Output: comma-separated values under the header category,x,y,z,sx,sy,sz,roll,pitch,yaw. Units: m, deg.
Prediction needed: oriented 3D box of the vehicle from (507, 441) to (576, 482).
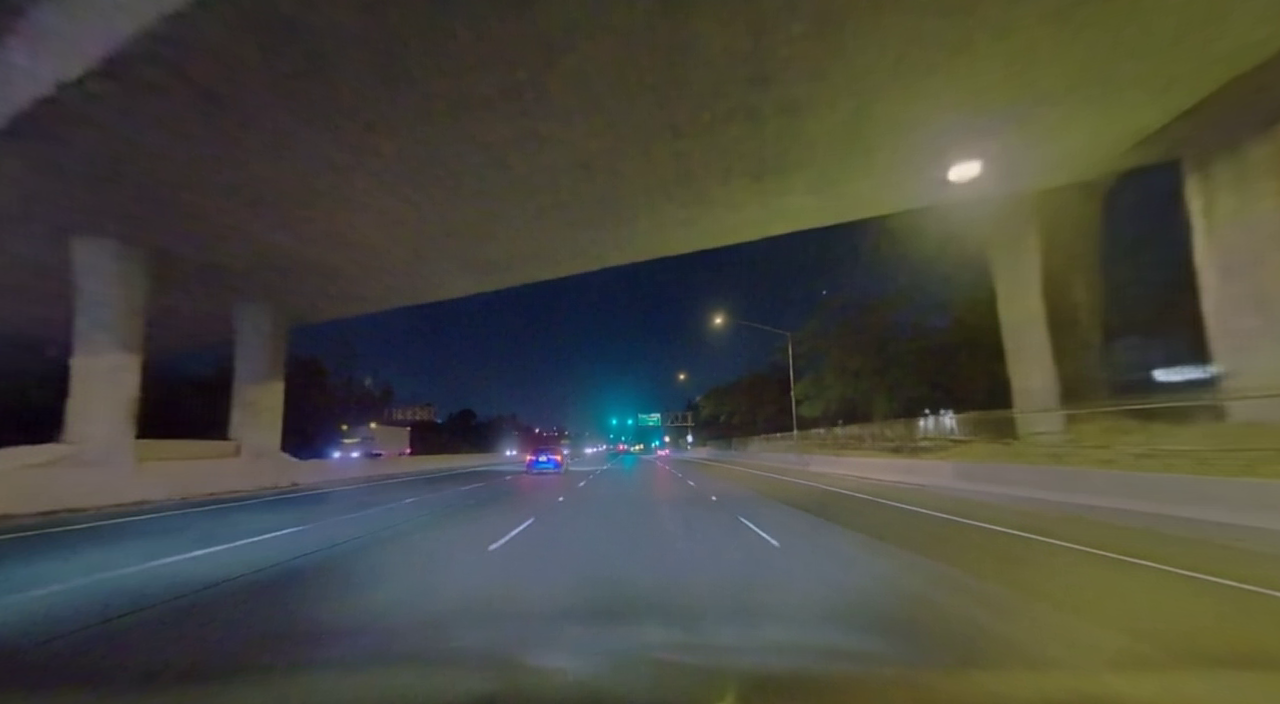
category,x,y,z,sx,sy,sz,roll,pitch,yaw
vehicle,-3.858,4.355,25.453,2.037,1.514,4.335,0,-9,0
